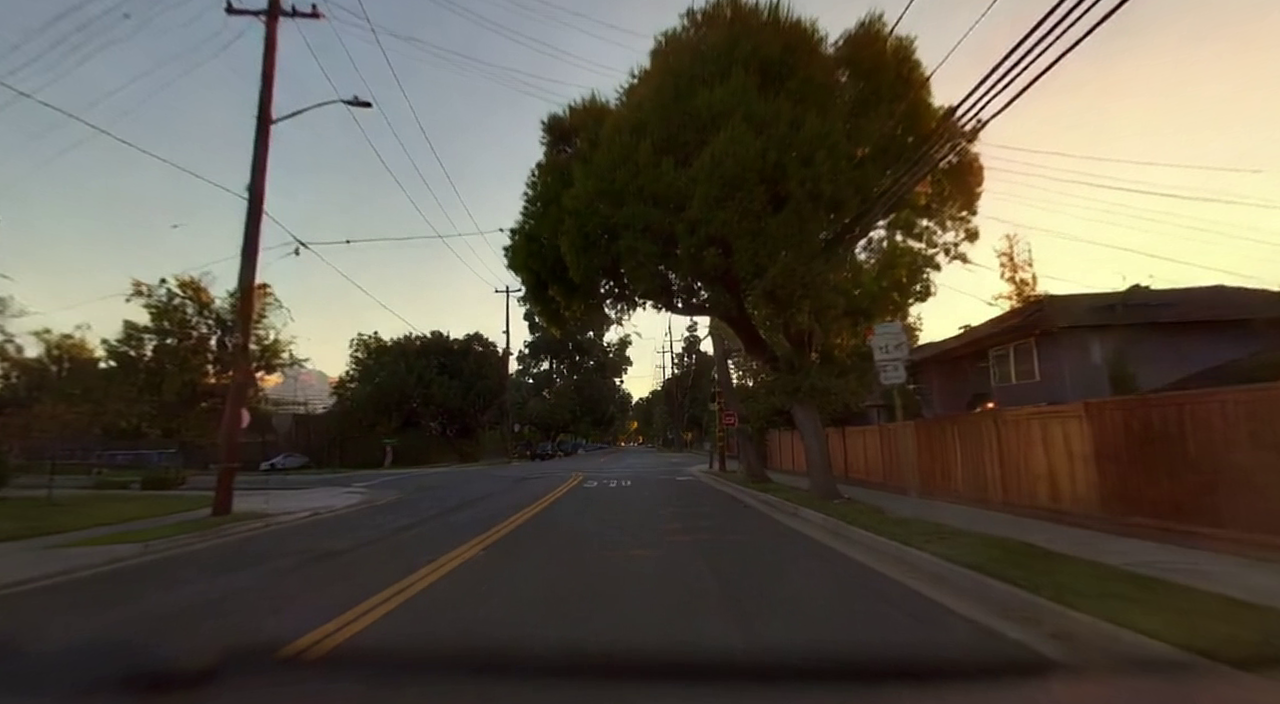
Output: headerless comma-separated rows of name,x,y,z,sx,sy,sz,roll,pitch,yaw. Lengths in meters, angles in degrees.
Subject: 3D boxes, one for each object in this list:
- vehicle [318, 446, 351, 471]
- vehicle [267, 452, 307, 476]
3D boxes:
vehicle,-23.932,8.310,49.602,2.083,1.802,4.455,4,-9,-24
vehicle,-24.272,7.650,43.582,1.955,1.448,4.542,3,-9,-24
